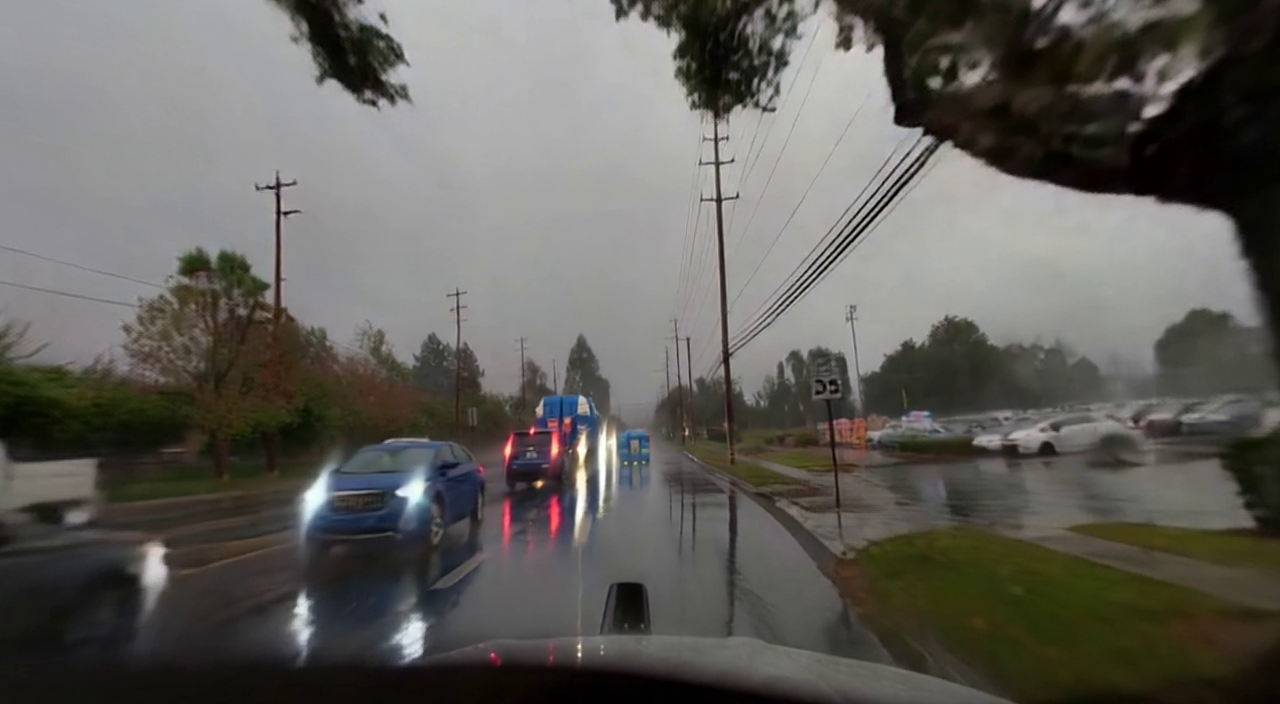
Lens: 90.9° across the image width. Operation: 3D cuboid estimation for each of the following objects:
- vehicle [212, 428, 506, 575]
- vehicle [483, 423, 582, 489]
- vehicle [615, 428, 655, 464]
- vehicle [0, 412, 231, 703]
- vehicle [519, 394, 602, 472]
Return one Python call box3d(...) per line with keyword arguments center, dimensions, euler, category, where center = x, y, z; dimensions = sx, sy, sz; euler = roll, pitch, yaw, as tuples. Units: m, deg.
box3d(center=(-3.327, 1.842, 8.677), dimensions=(1.966, 1.466, 4.473), euler=(0, -8, 0), category="vehicle")
box3d(center=(-3.218, 3.230, 19.971), dimensions=(2.187, 1.821, 4.748), euler=(0, -8, 2), category="vehicle")
box3d(center=(-0.285, 5.238, 35.173), dimensions=(2.117, 1.861, 4.095), euler=(0, -8, -1), category="vehicle")
box3d(center=(-3.624, 0.877, 1.710), dimensions=(1.972, 1.486, 4.547), euler=(0, -8, 0), category="vehicle")
box3d(center=(-3.708, 4.086, 31.538), dimensions=(3.120, 3.393, 7.945), euler=(0, -8, 0), category="vehicle")
